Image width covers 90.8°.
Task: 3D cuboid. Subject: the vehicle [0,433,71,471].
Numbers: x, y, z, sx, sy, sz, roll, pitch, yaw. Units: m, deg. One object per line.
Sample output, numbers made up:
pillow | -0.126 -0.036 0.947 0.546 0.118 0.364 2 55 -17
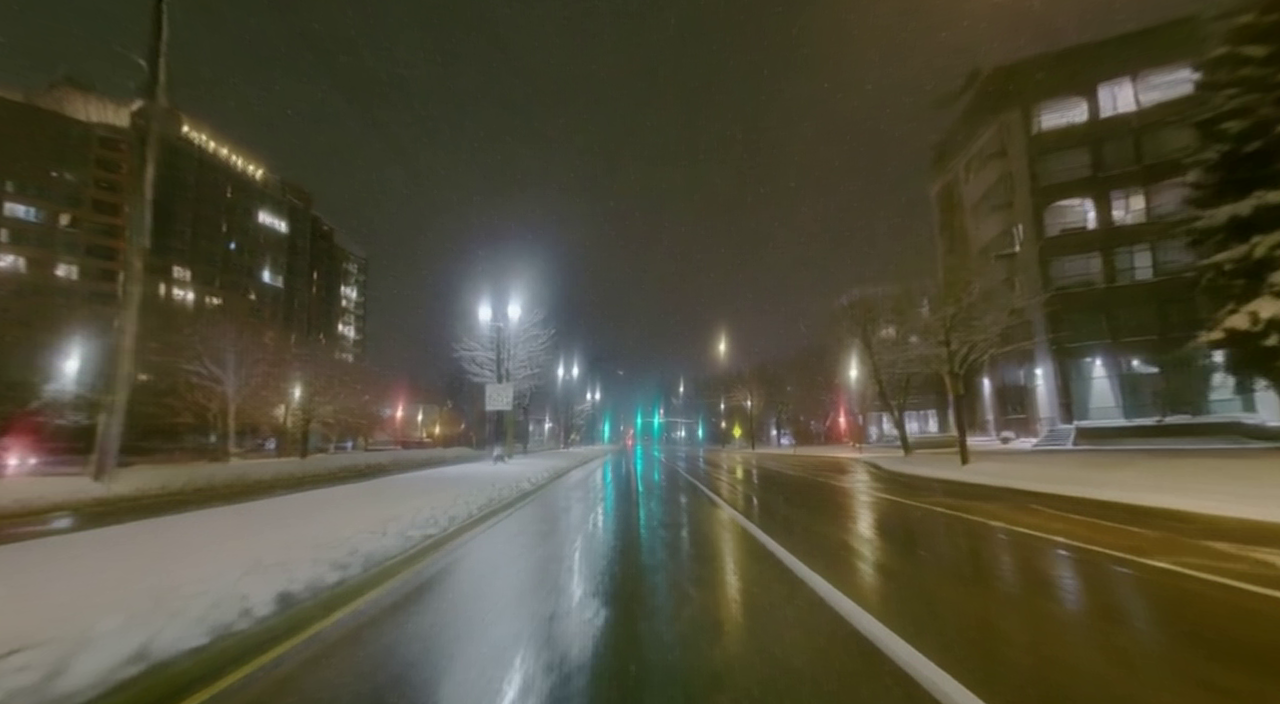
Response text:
vehicle | -39.569 6.241 39.769 2.265 2.236 5.627 1 -8 -2
